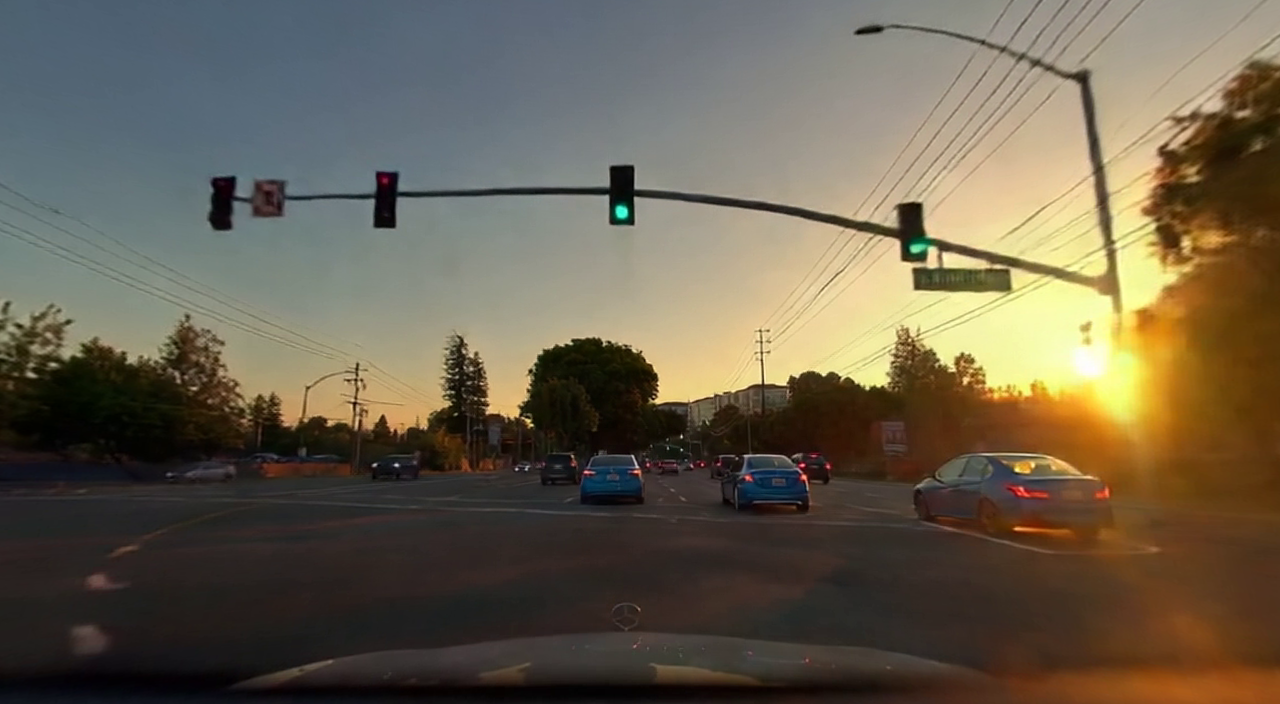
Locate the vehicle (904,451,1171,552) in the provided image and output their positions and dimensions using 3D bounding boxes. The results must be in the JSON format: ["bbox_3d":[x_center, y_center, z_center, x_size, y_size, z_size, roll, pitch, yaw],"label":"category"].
[{"bbox_3d":[6.901,2.592,11.734,2.004,1.455,4.417,0,-9,-1],"label":"vehicle"}]

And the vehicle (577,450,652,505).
[{"bbox_3d":[-0.734,3.798,19.595,2.065,1.464,4.216,0,-9,-1],"label":"vehicle"}]

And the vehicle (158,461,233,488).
[{"bbox_3d":[-27.489,7.575,39.208,1.859,1.482,3.717,0,-9,2],"label":"vehicle"}]

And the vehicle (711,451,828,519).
[{"bbox_3d":[3.236,3.407,16.784,2.053,1.490,4.464,0,-9,-1],"label":"vehicle"}]

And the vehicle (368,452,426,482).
[{"bbox_3d":[-16.405,7.752,42.909,2.064,1.827,4.647,0,-9,1],"label":"vehicle"}]

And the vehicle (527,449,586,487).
[{"bbox_3d":[-3.727,5.287,29.123,2.073,1.606,4.364,0,-9,1],"label":"vehicle"}]
